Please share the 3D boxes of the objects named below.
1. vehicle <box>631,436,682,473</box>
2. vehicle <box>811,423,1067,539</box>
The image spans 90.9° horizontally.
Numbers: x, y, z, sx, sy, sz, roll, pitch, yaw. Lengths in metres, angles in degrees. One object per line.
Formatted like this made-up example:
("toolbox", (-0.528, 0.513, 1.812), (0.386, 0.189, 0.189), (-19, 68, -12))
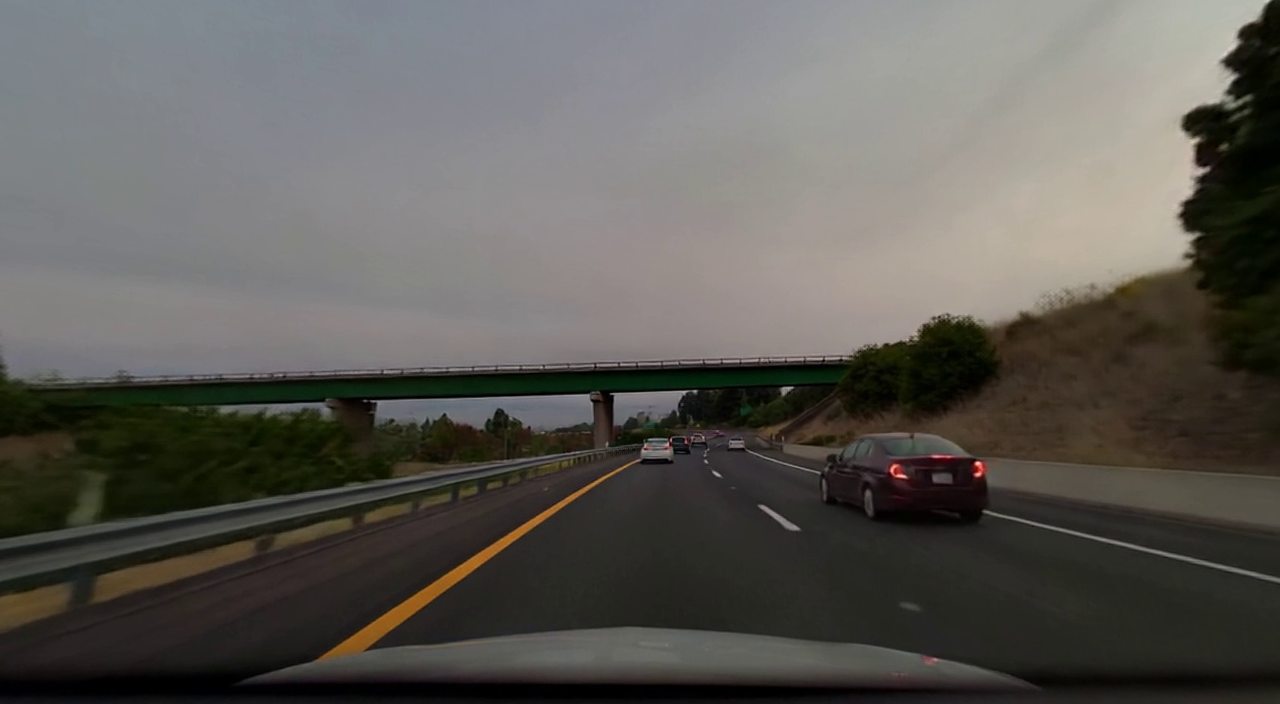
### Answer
("vehicle", (0.756, 4.370, 27.029), (1.993, 1.461, 3.812), (-1, -8, 3))
("vehicle", (4.487, 2.015, 10.479), (2.163, 1.489, 4.470), (0, -8, 2))
